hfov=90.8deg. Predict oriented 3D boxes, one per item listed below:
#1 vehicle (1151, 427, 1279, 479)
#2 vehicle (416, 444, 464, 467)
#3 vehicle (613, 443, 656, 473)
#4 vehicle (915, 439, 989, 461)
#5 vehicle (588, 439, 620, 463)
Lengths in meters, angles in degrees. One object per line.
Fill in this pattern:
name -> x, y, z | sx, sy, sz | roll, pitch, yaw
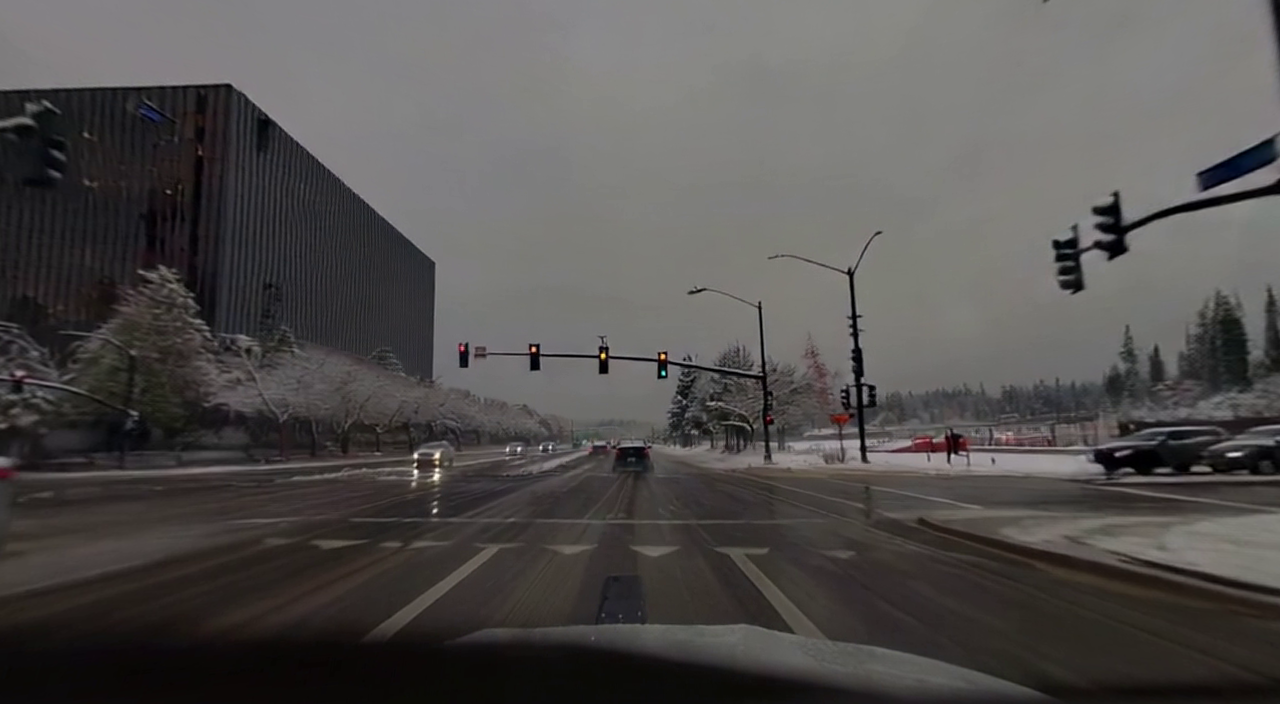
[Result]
vehicle -> 19.967, 3.275, 20.616 | 4.602, 1.594, 1.917 | -2, -8, 17
vehicle -> -14.267, 7.407, 45.268 | 1.871, 1.542, 4.336 | 0, -8, 2
vehicle -> -0.278, 5.333, 31.980 | 2.050, 1.385, 4.096 | 0, -8, -1
vehicle -> 23.170, 7.311, 47.130 | 4.605, 1.480, 1.878 | -4, -8, 16
vehicle -> -2.718, 7.639, 48.913 | 2.001, 1.784, 4.483 | -1, -8, 3
